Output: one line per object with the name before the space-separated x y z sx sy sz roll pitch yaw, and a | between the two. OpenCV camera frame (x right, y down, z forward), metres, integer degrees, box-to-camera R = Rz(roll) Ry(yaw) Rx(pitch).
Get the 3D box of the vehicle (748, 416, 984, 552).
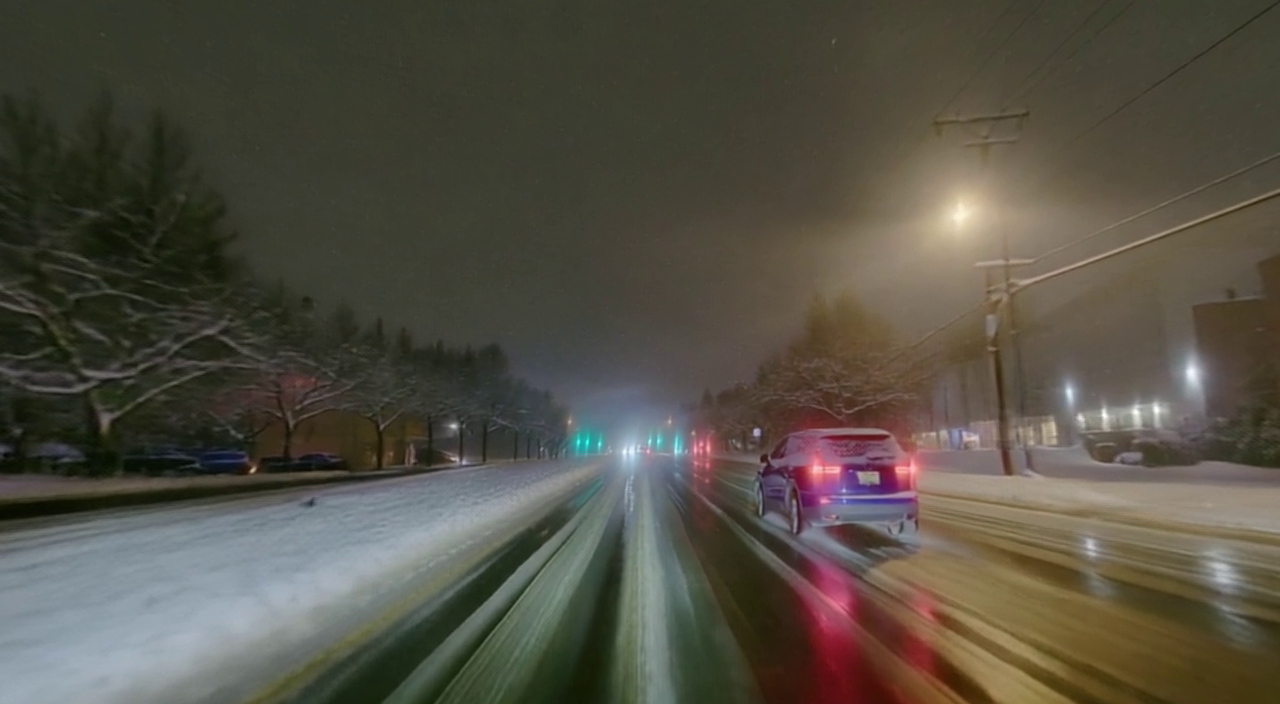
vehicle | 3.193 1.967 10.073 2.060 1.665 4.284 0 -9 -1
